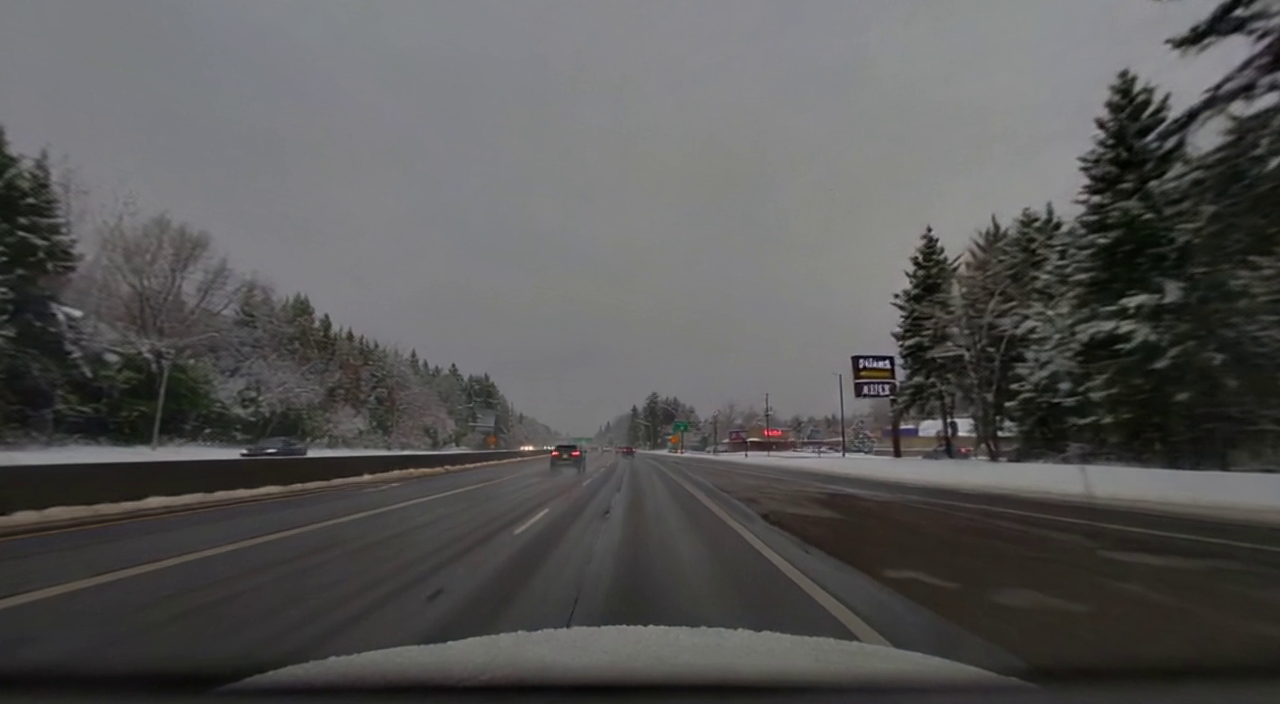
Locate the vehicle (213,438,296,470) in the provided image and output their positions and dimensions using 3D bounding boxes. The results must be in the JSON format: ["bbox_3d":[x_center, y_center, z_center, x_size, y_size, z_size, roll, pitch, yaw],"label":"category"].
[{"bbox_3d":[-25.487,6.754,41.986,2.183,1.917,5.287,0,-8,-1],"label":"vehicle"}]

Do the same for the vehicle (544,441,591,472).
[{"bbox_3d":[-4.392,6.403,38.958,2.236,1.736,5.585,0,-8,0],"label":"vehicle"}]
